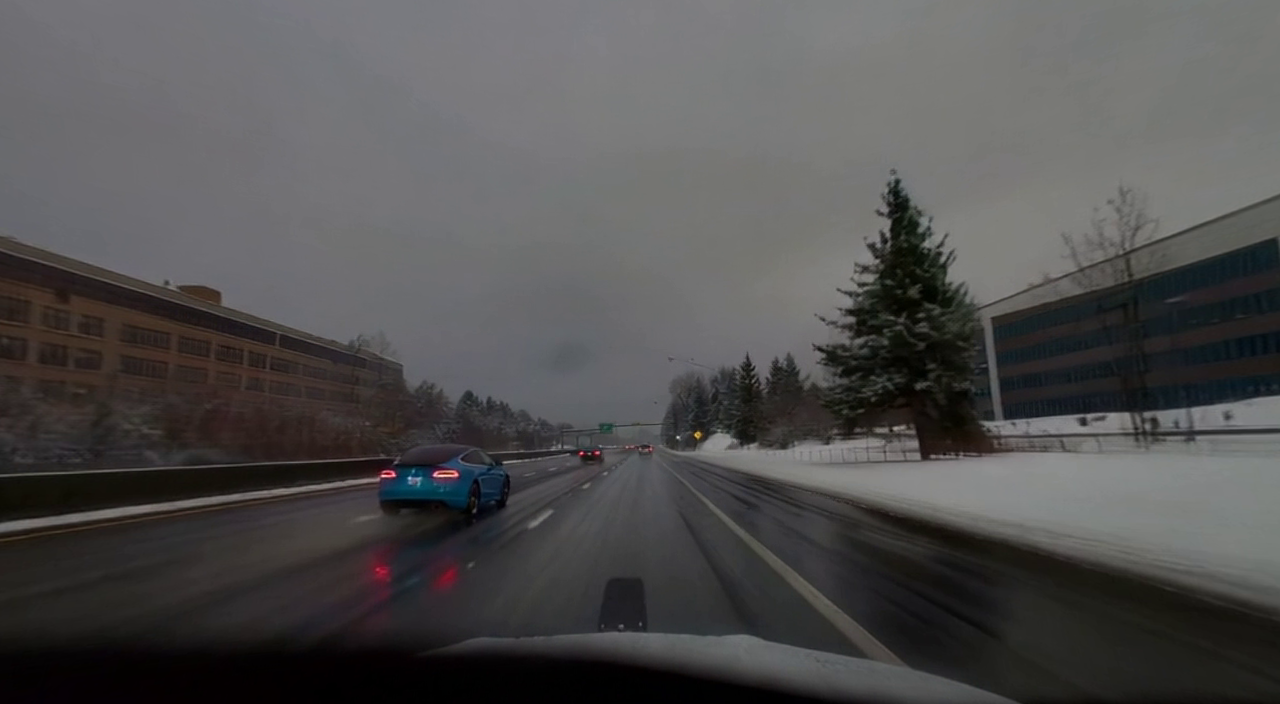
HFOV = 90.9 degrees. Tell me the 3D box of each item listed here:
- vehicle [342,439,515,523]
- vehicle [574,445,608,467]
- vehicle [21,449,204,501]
[{"bbox_3d":[-4.178,2.603,13.370,2.083,1.471,4.350,0,-8,1],"label":"vehicle"},{"bbox_3d":[-3.330,7.163,43.732,1.926,1.464,4.186,0,-8,1],"label":"vehicle"},{"bbox_3d":[-17.083,3.950,20.827,1.937,1.470,4.729,0,-8,0],"label":"vehicle"}]
